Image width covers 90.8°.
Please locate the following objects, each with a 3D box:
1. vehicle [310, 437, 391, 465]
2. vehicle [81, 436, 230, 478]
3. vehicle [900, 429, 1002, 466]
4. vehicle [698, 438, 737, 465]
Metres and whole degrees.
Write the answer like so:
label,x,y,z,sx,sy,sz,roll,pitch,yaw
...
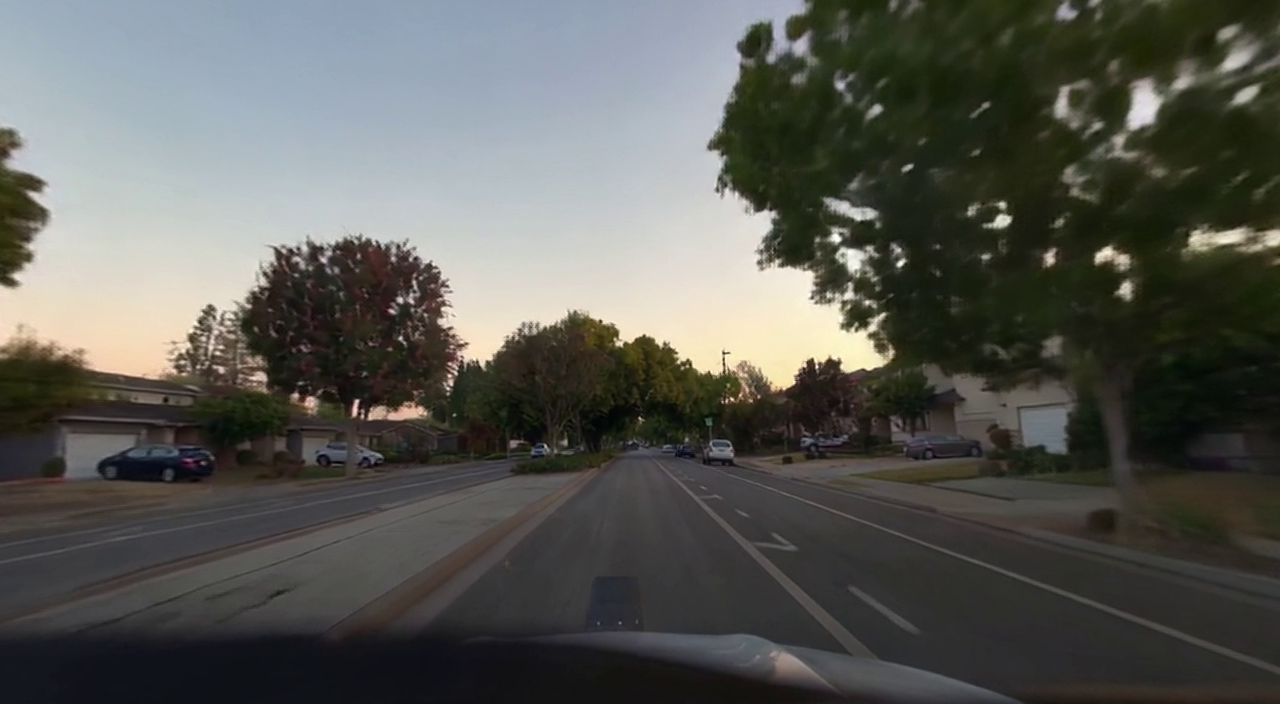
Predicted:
label,x,y,z,sx,sy,sz,roll,pitch,yaw
vehicle,-20.358,6.992,44.560,4.564,1.895,2.221,-1,-8,6
vehicle,-21.944,4.773,28.813,4.889,1.822,2.159,0,-8,-2
vehicle,15.445,4.756,31.538,4.010,1.751,1.922,-1,-8,3
vehicle,5.127,6.671,42.412,2.001,1.693,4.311,0,-8,-1
